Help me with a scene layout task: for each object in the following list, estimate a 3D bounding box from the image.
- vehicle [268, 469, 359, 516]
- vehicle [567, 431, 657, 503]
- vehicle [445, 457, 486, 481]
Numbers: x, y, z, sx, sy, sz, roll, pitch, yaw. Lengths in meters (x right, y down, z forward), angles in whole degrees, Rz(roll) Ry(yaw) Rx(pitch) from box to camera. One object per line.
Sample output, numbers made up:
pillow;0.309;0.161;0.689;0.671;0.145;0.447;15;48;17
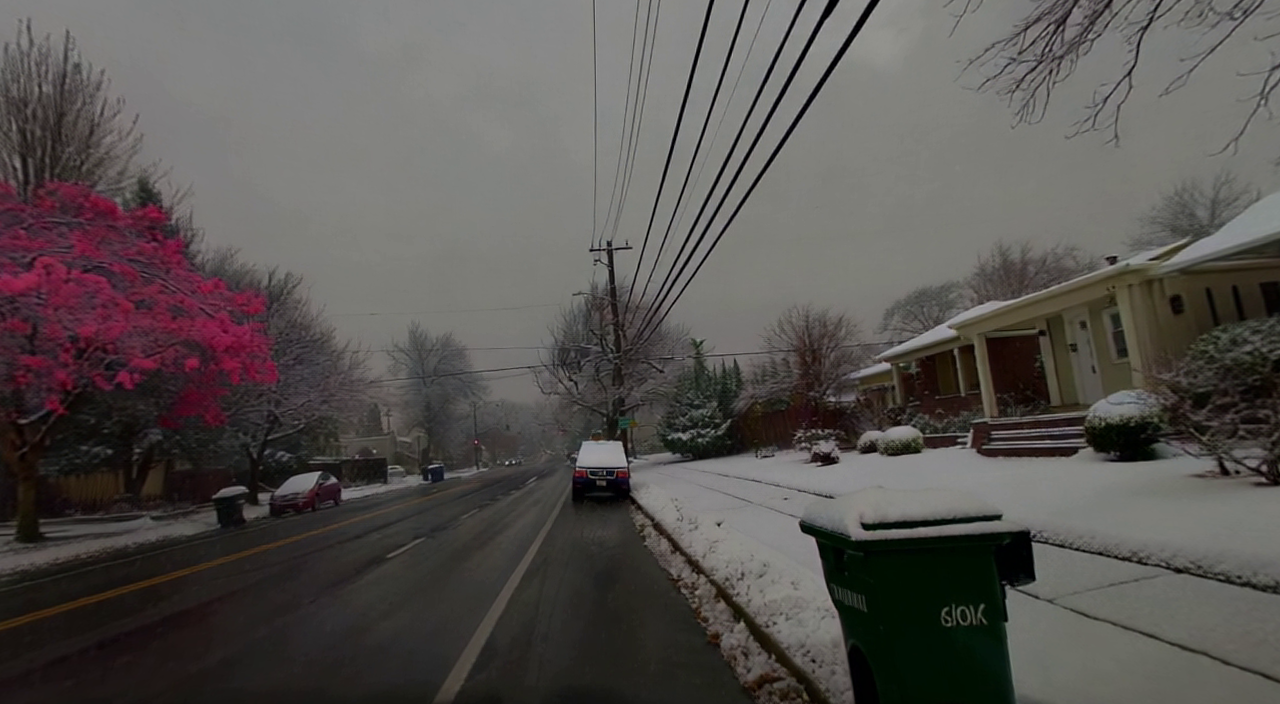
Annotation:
vehicle;-13.777;5.916;26.991;1.982;1.660;4.142;1;-8;-6
vehicle;-0.829;3.079;17.389;2.190;1.708;4.115;0;-8;-4
vehicle;-13.771;9.113;49.634;2.218;1.679;4.723;4;-9;-25
